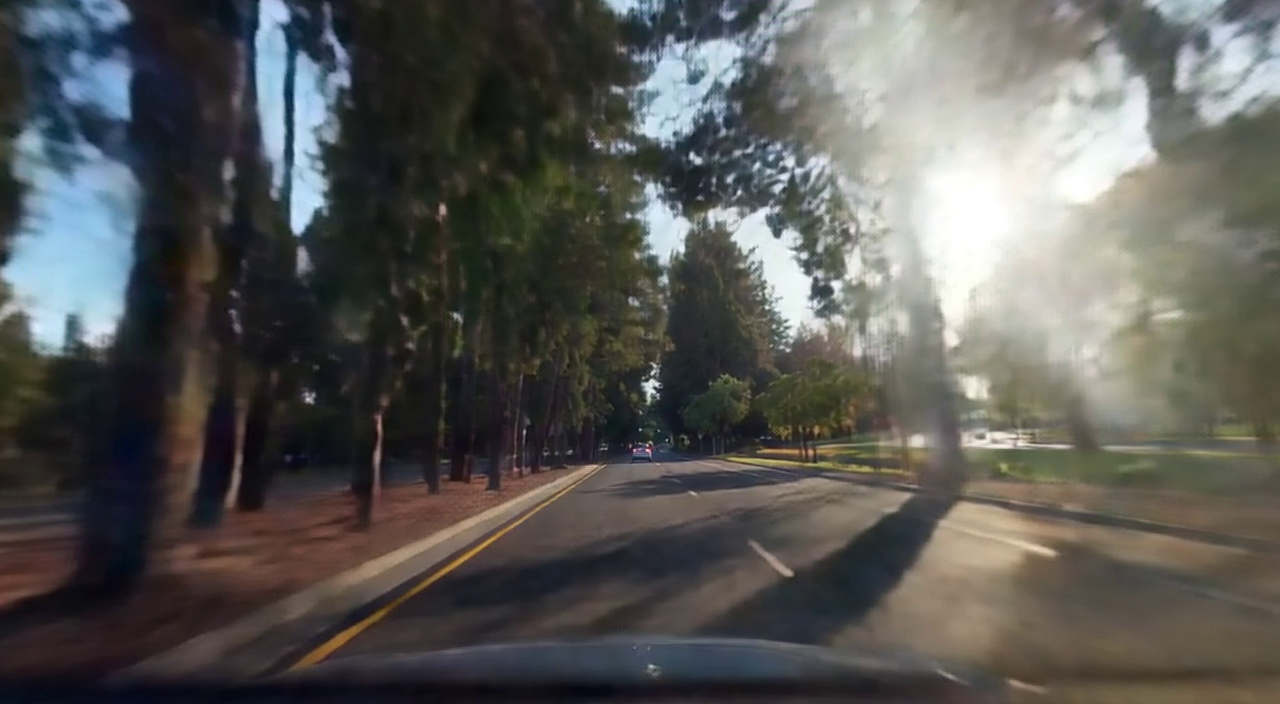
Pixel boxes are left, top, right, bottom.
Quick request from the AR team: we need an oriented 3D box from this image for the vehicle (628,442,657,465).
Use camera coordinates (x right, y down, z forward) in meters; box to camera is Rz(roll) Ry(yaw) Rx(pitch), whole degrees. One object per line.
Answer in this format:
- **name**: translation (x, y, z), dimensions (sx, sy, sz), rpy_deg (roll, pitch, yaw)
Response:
- **vehicle**: translation (0.172, 7.619, 47.636), dimensions (2.048, 1.584, 4.393), rpy_deg (0, -8, 0)
